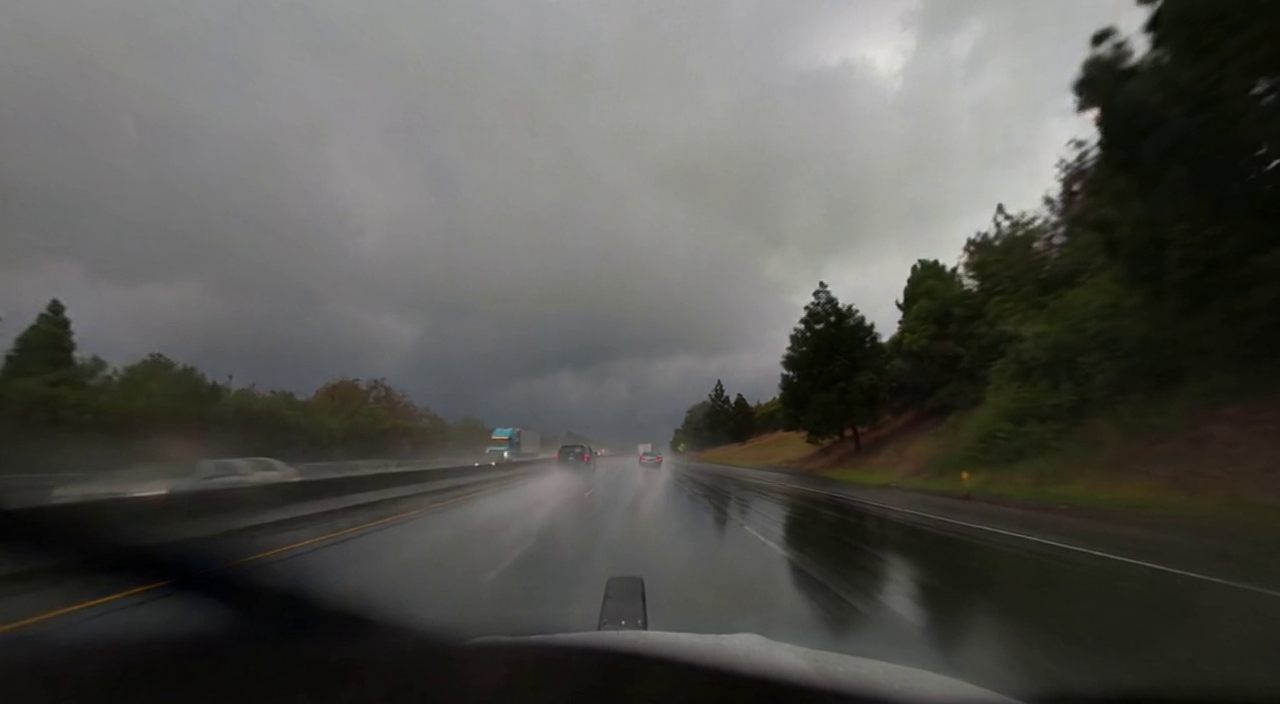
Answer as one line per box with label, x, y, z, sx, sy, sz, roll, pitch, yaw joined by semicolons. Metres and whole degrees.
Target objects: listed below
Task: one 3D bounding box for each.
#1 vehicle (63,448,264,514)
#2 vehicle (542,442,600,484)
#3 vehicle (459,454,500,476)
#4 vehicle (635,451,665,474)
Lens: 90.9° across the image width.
vehicle;-13.157;3.546;17.880;2.034;1.599;4.549;0;-9;2
vehicle;-3.061;5.073;29.017;2.143;1.770;4.283;0;-9;1
vehicle;-11.385;8.029;44.854;1.817;1.439;4.056;0;-9;1
vehicle;0.656;7.828;44.979;2.036;1.519;4.225;0;-9;0
